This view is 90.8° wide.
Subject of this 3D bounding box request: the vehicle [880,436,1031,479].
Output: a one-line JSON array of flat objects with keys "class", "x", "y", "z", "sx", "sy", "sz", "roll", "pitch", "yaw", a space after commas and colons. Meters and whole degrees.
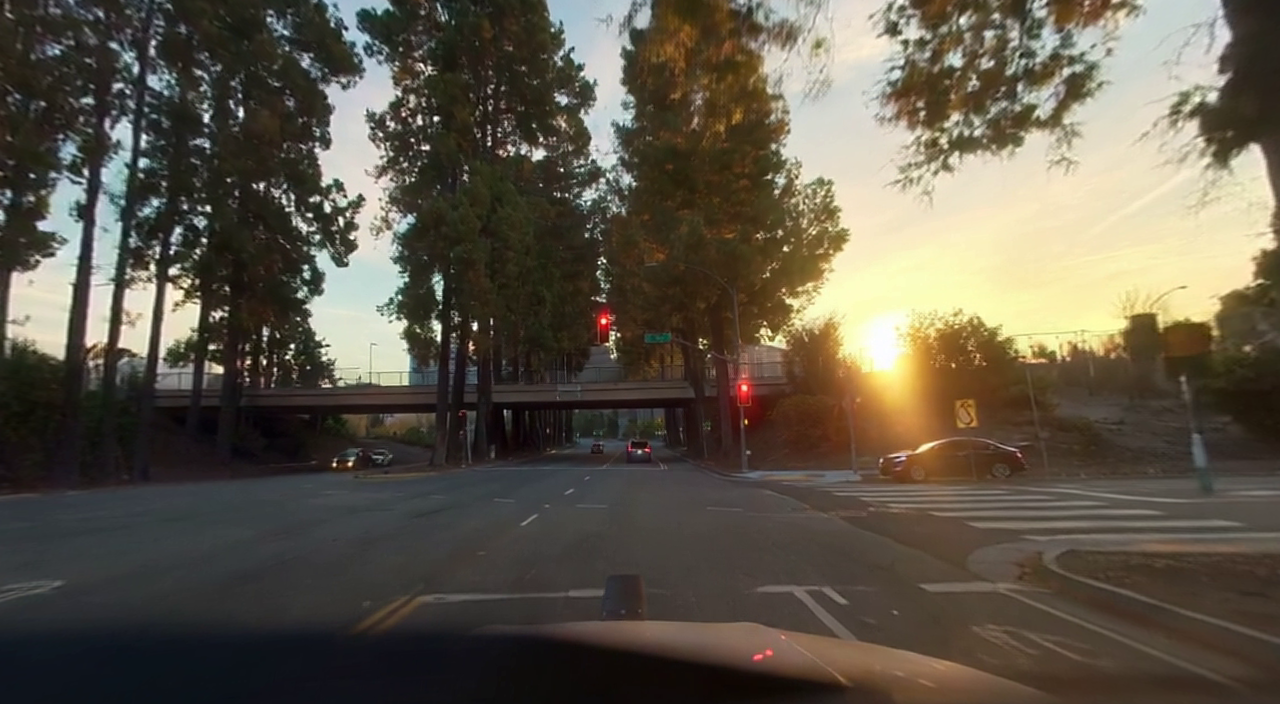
[{"class": "vehicle", "x": 11.649, "y": 3.899, "z": 23.494, "sx": 4.691, "sy": 1.466, "sz": 1.800, "roll": 1, "pitch": -9, "yaw": -6}]
